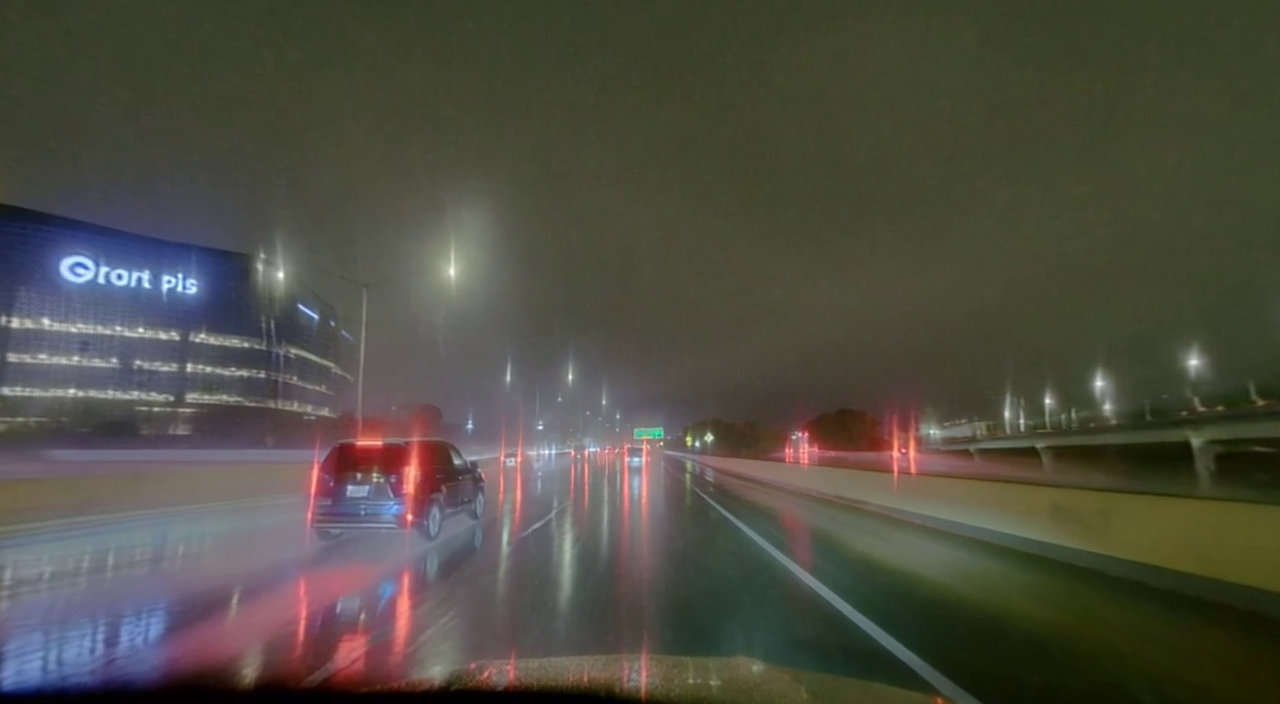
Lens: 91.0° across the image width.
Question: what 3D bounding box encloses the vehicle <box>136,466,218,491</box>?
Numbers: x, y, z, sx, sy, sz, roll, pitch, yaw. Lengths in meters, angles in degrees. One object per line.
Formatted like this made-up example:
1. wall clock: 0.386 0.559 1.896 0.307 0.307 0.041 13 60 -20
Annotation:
1. vehicle: -31.888 8.690 43.540 2.137 1.512 4.559 0 -9 1

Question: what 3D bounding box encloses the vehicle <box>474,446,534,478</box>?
1. vehicle: -7.220 5.884 34.005 1.998 1.542 4.953 0 -9 1

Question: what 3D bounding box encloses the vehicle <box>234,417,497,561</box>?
1. vehicle: -3.868 2.014 9.984 2.059 1.725 4.521 0 -9 1
